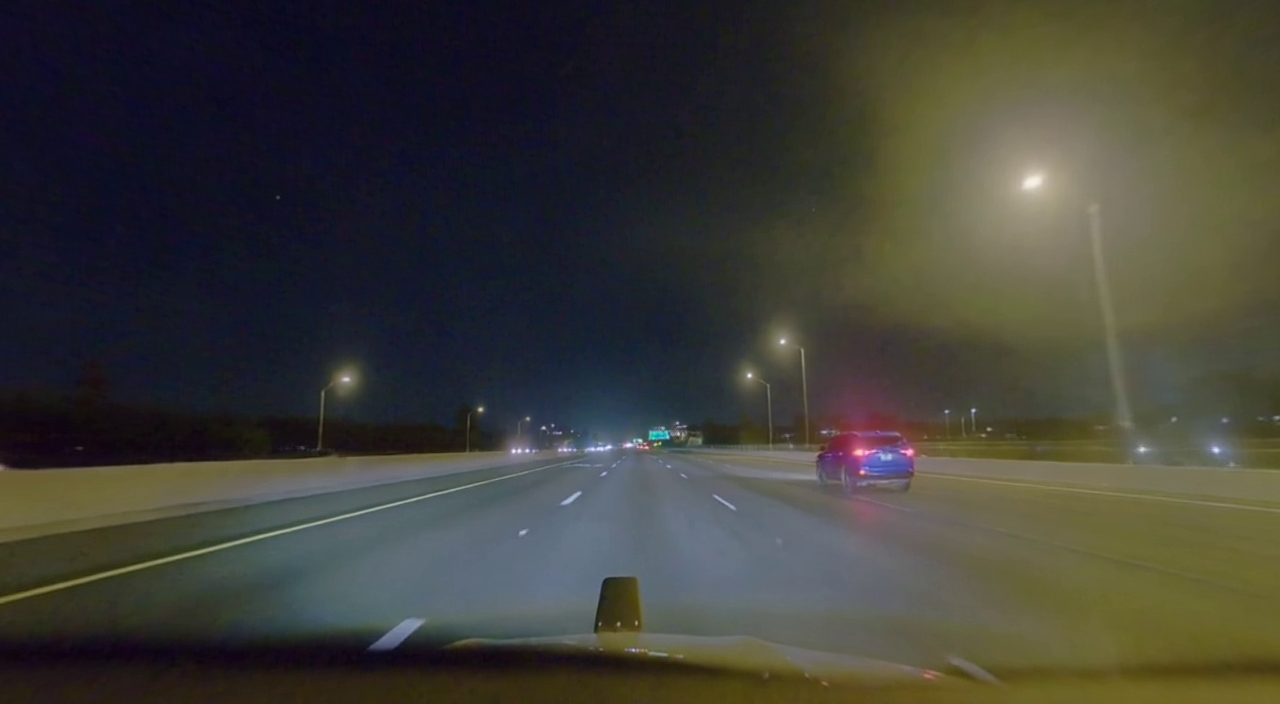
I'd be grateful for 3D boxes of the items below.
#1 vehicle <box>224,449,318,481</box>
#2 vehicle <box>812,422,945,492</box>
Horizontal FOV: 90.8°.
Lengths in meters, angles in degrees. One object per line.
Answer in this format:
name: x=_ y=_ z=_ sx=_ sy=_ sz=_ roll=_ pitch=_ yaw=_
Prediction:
vehicle: x=-18.356 y=5.623 z=31.709 sx=1.989 sy=1.471 sz=4.517 roll=0 pitch=-8 yaw=0
vehicle: x=7.187 y=3.223 z=19.700 sx=2.222 sy=1.899 sz=4.595 roll=0 pitch=-8 yaw=-2
